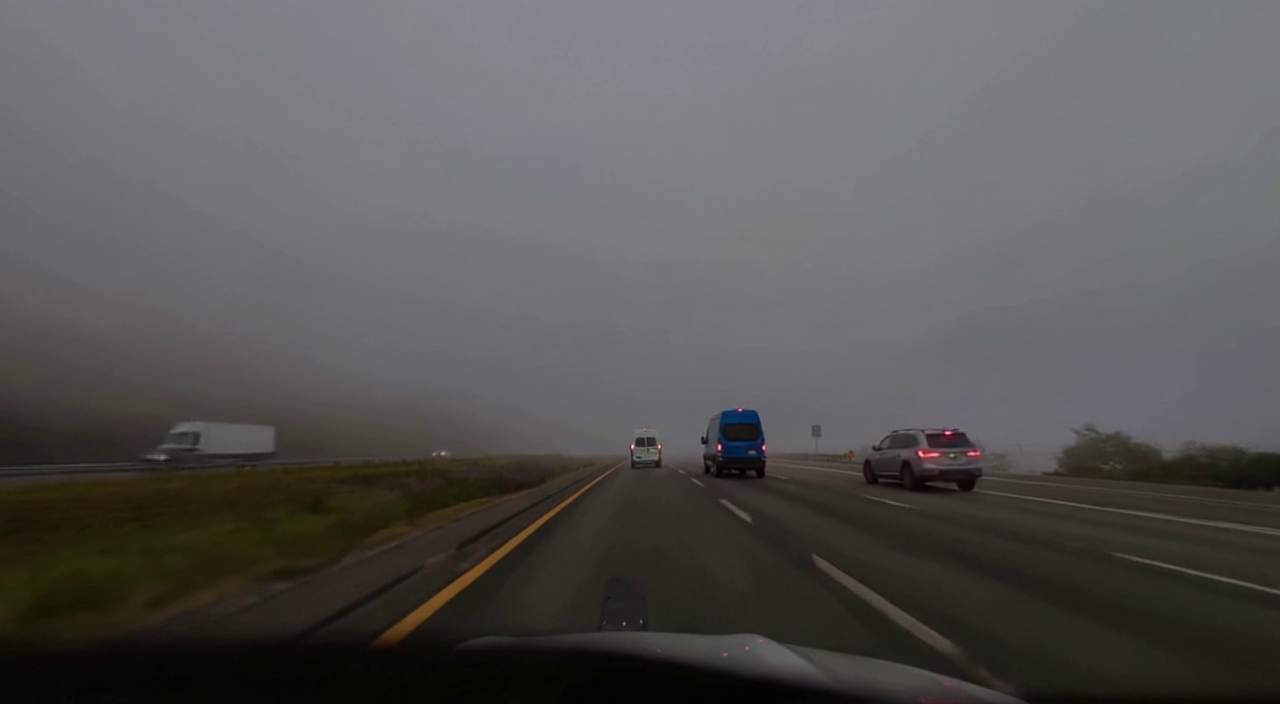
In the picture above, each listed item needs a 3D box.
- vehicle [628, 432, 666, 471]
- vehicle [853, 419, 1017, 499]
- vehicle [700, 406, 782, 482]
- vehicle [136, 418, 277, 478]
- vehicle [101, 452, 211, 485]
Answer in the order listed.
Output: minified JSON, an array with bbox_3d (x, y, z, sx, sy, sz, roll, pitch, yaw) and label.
[{"bbox_3d":[0.412,5.918,37.685,2.131,2.122,4.473,0,-8,0],"label":"vehicle"},{"bbox_3d":[7.956,2.947,17.733,2.240,1.925,4.854,0,-8,0],"label":"vehicle"},{"bbox_3d":[3.867,3.721,25.484,2.302,2.670,6.176,0,-8,0],"label":"vehicle"},{"bbox_3d":[-28.362,6.348,42.039,2.943,3.541,8.963,0,-8,0],"label":"vehicle"},{"bbox_3d":[-24.284,5.815,31.877,1.865,1.488,4.598,0,-8,0],"label":"vehicle"}]
